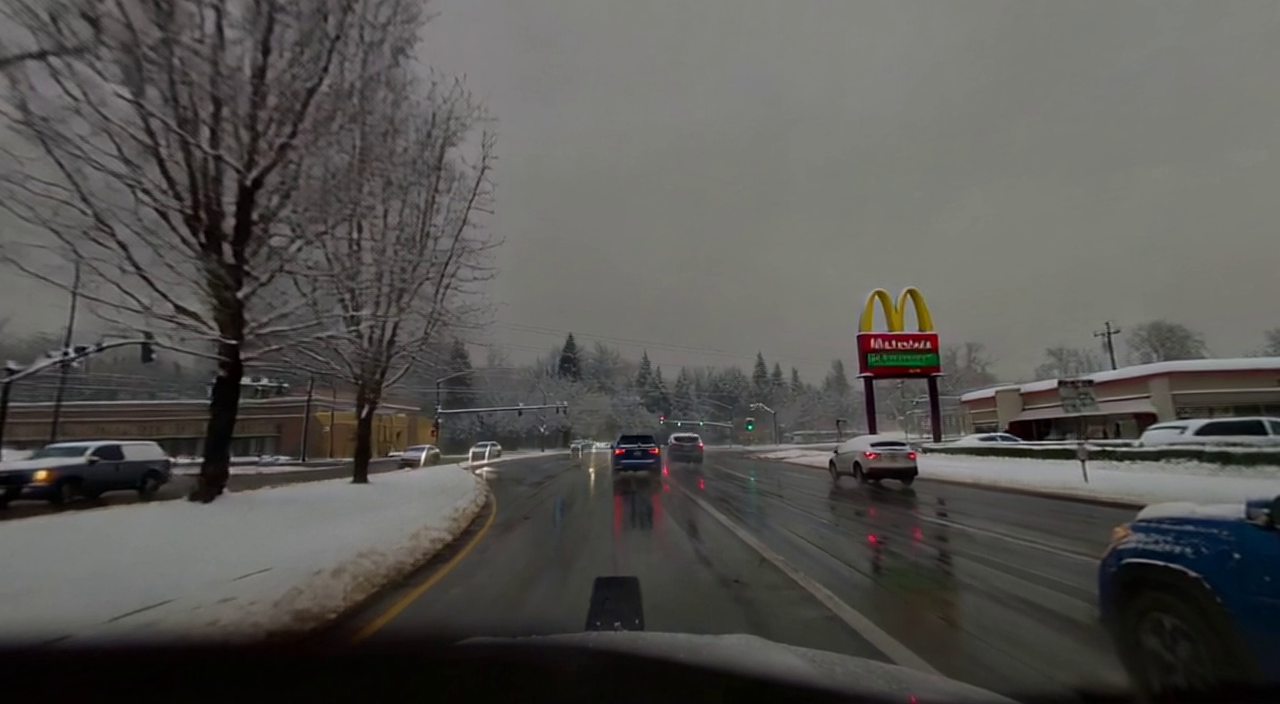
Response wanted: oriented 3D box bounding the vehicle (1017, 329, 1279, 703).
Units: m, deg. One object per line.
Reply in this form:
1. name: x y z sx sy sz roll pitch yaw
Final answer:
1. vehicle: 3.422 0.680 1.676 2.076 1.716 4.416 0 -9 0

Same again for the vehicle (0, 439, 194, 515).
1. vehicle: -14.408 3.231 16.658 2.136 1.676 4.371 -1 -9 -2

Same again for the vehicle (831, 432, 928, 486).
1. vehicle: 8.814 3.971 23.701 1.977 1.786 4.344 0 -9 2

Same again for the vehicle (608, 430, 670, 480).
1. vehicle: -0.078 4.347 26.880 2.402 1.938 4.535 0 -9 -1

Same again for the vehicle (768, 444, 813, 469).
1. vehicle: 9.425 6.561 39.829 1.879 1.517 4.006 0 -9 0

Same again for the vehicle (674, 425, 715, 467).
1. vehicle: 3.576 6.252 42.061 2.239 2.586 4.586 0 -8 -1
